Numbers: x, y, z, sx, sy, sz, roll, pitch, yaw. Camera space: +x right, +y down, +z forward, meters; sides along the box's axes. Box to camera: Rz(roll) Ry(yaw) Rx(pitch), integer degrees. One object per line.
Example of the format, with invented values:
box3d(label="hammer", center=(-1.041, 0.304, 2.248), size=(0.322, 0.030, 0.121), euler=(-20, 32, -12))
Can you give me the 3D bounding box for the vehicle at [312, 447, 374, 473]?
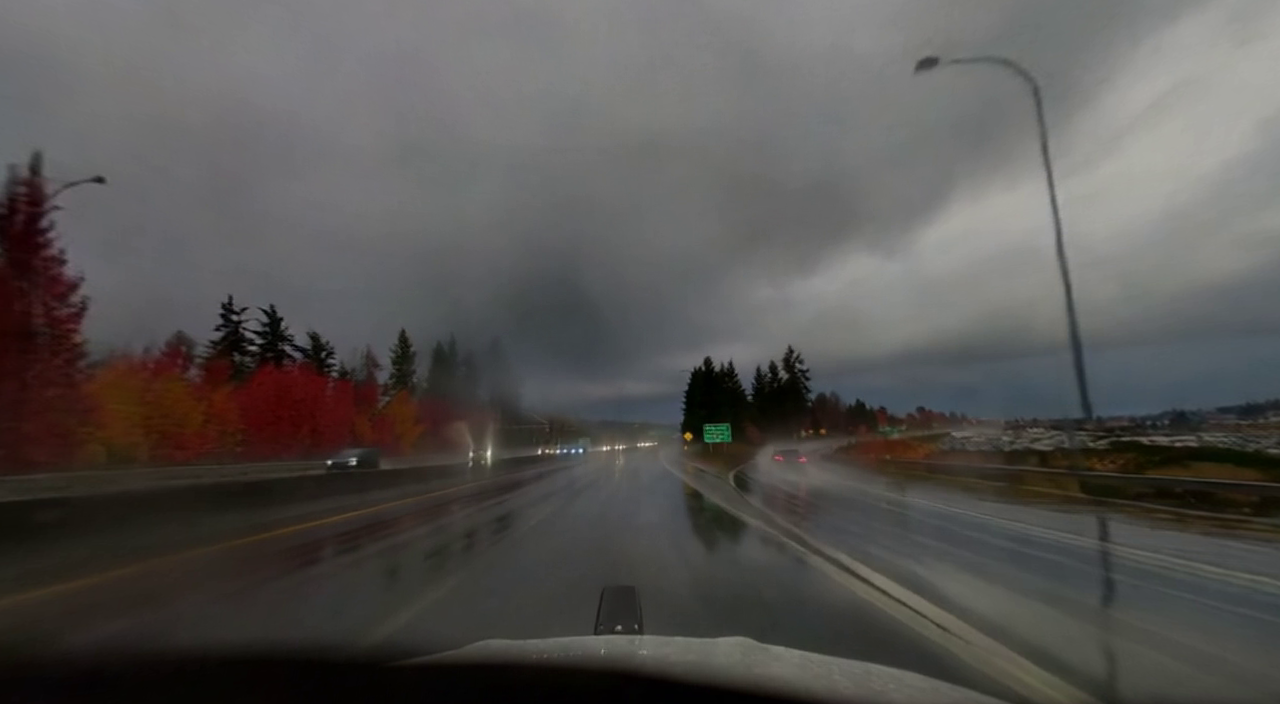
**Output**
box3d(label="vehicle", center=(-20.395, 7.419, 43.244), size=(1.929, 1.652, 4.478), euler=(-1, -9, 2))
